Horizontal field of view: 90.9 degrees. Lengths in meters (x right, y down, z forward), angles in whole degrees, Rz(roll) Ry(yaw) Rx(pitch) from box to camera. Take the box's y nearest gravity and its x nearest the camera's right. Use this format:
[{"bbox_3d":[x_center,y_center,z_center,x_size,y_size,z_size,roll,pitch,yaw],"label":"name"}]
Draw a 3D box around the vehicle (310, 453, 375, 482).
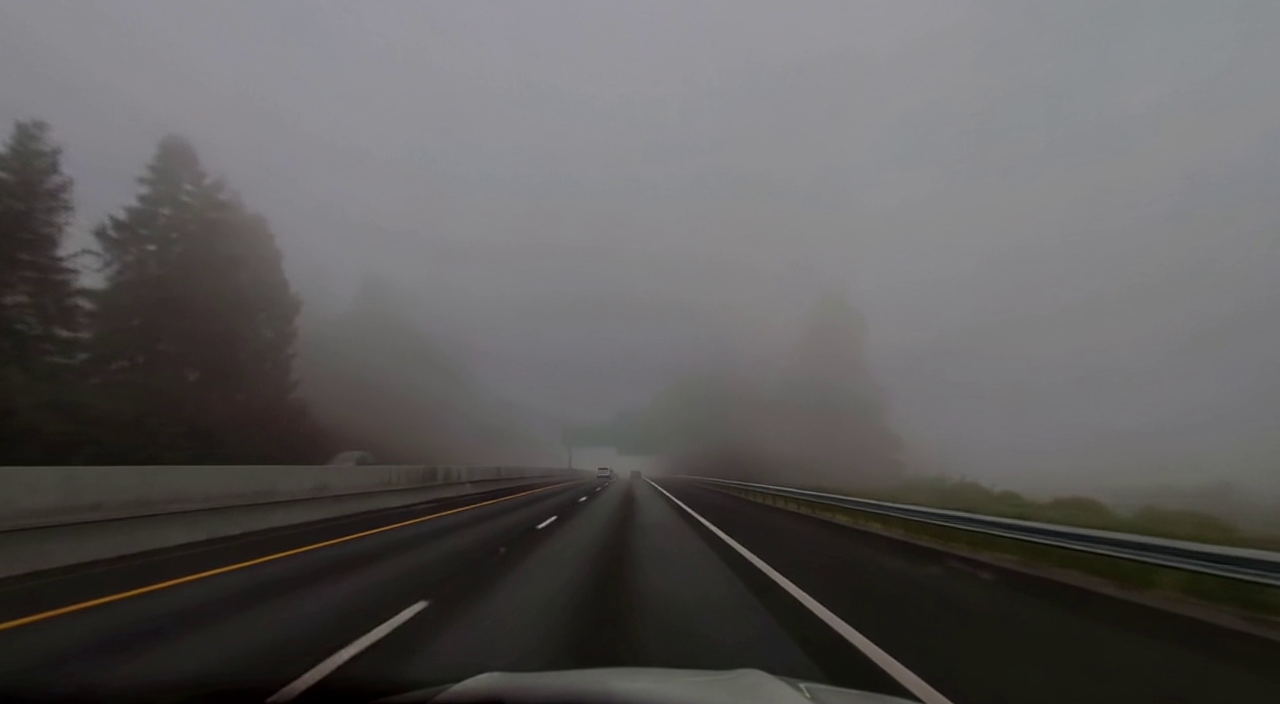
[{"bbox_3d":[-17.171,6.711,36.623,1.854,1.525,3.895,1,-10,0],"label":"vehicle"}]
